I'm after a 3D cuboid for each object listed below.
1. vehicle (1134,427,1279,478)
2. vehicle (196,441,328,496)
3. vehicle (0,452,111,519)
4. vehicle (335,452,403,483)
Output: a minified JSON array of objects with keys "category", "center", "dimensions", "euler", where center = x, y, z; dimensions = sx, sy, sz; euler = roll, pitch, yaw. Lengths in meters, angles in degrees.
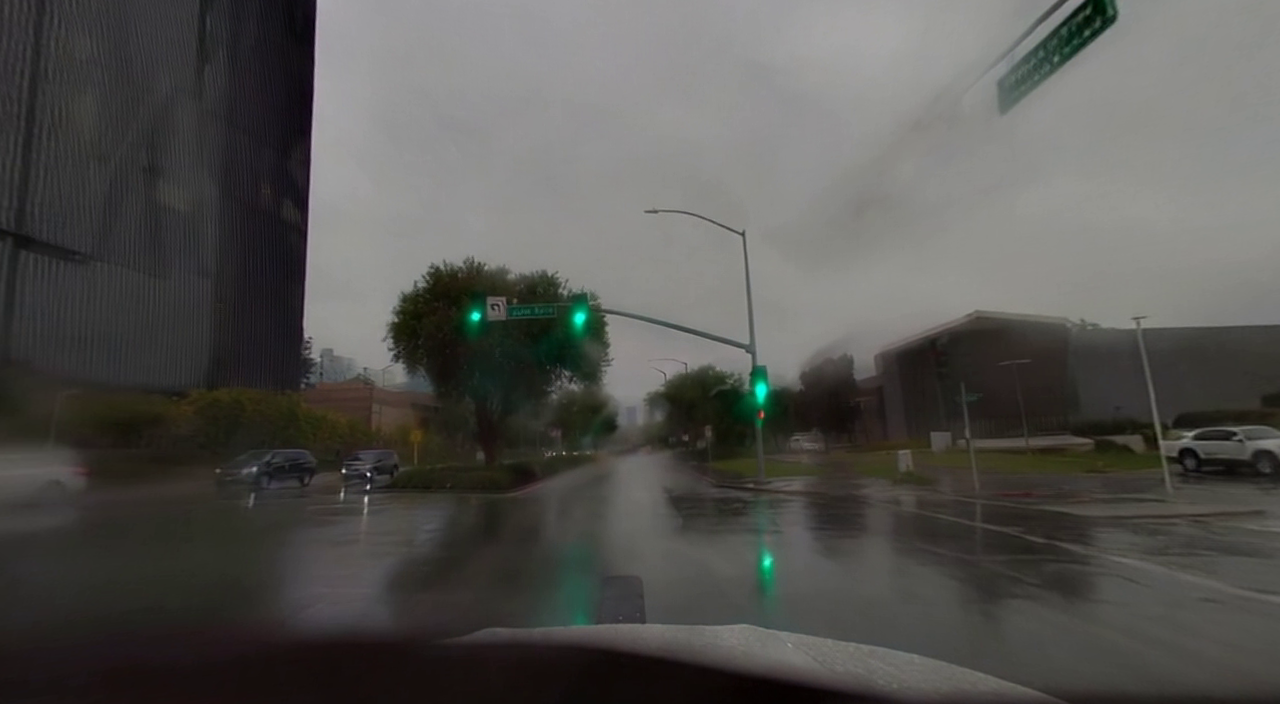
[{"category":"vehicle","center":[19.074,3.304,20.796],"dimensions":[1.834,1.480,4.458],"euler":[1,-9,-1]},{"category":"vehicle","center":[-14.846,4.569,25.177],"dimensions":[2.091,1.915,5.040],"euler":[0,-9,0]},{"category":"vehicle","center":[-15.187,3.088,14.678],"dimensions":[1.790,1.437,4.349],"euler":[0,-9,2]},{"category":"vehicle","center":[-15.109,6.434,35.336],"dimensions":[1.932,1.605,4.146],"euler":[0,-9,0]}]
